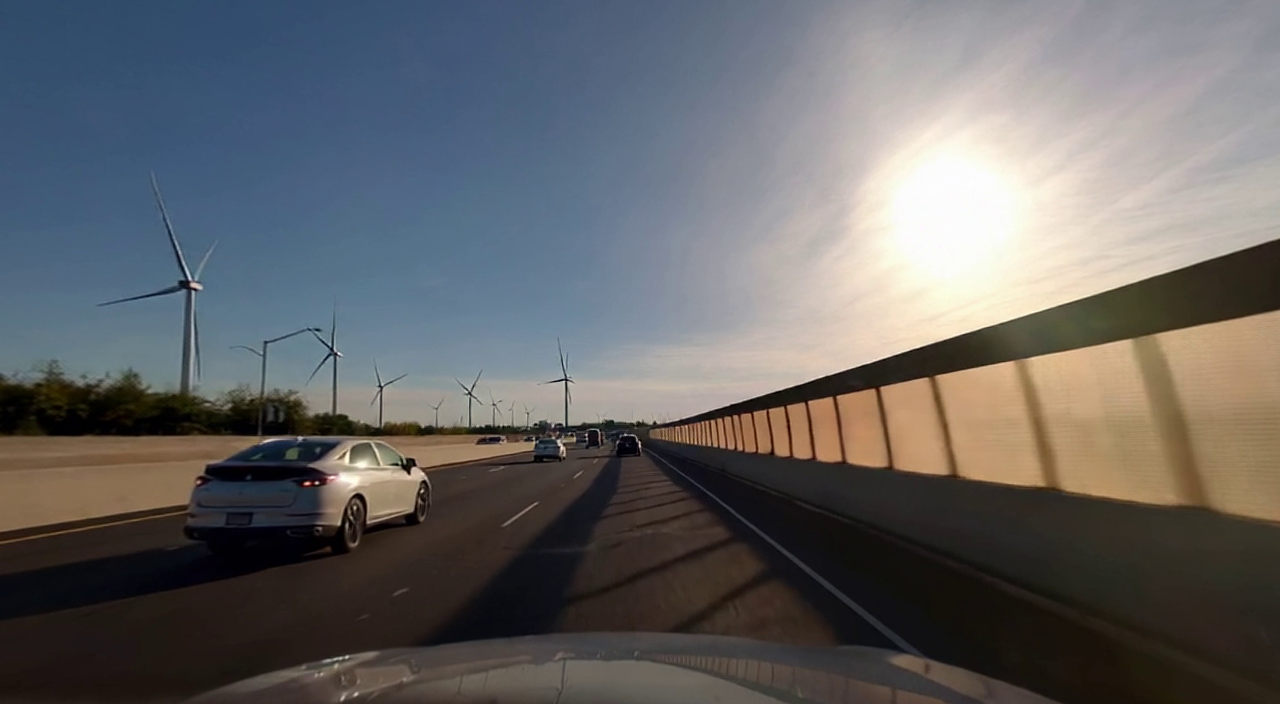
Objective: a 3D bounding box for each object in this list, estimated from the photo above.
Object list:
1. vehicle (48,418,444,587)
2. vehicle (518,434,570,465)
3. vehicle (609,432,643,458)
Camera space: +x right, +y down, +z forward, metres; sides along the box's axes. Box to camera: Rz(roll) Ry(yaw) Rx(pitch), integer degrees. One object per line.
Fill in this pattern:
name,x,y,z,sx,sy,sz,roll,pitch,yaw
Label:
vehicle,-4.172,1.630,7.880,1.998,1.468,4.635,0,-8,-1
vehicle,-4.761,4.908,31.928,2.059,1.436,3.802,0,-8,0
vehicle,-0.830,5.734,38.936,2.027,1.550,3.607,0,-8,-1
